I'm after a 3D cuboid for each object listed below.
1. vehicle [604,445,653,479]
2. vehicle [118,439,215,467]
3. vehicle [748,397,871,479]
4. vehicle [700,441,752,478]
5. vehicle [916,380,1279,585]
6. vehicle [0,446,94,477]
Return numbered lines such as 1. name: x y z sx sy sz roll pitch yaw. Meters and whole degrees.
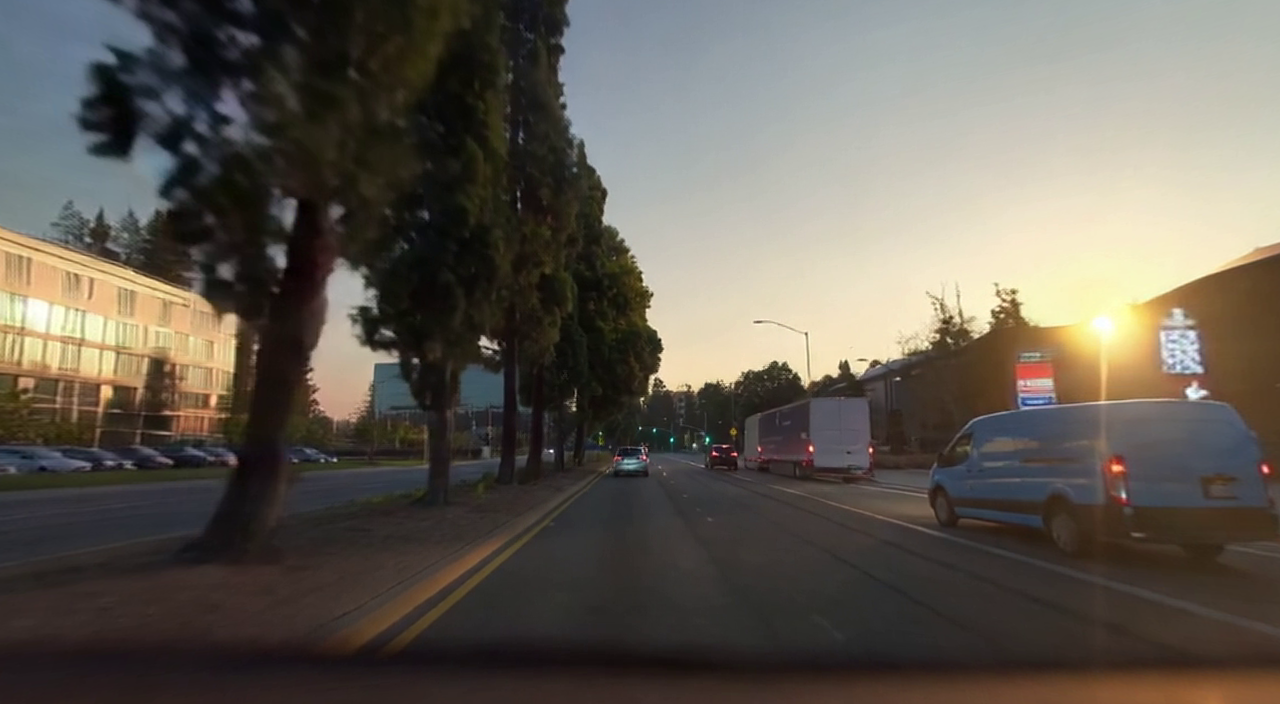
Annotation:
1. vehicle: -0.516 5.078 29.353 2.095 1.456 3.873 0 -9 -1
2. vehicle: -29.499 6.315 39.447 4.377 1.665 2.129 0 -8 3
3. vehicle: 9.988 5.600 40.353 2.960 4.109 16.764 0 -9 -1
4. vehicle: 4.193 5.300 31.456 2.047 1.711 4.265 0 -9 1
5. vehicle: 6.727 1.772 9.439 2.573 2.127 5.568 0 -9 -1
6. vehicle: -30.037 5.362 31.100 4.345 1.452 2.087 0 -9 -1
